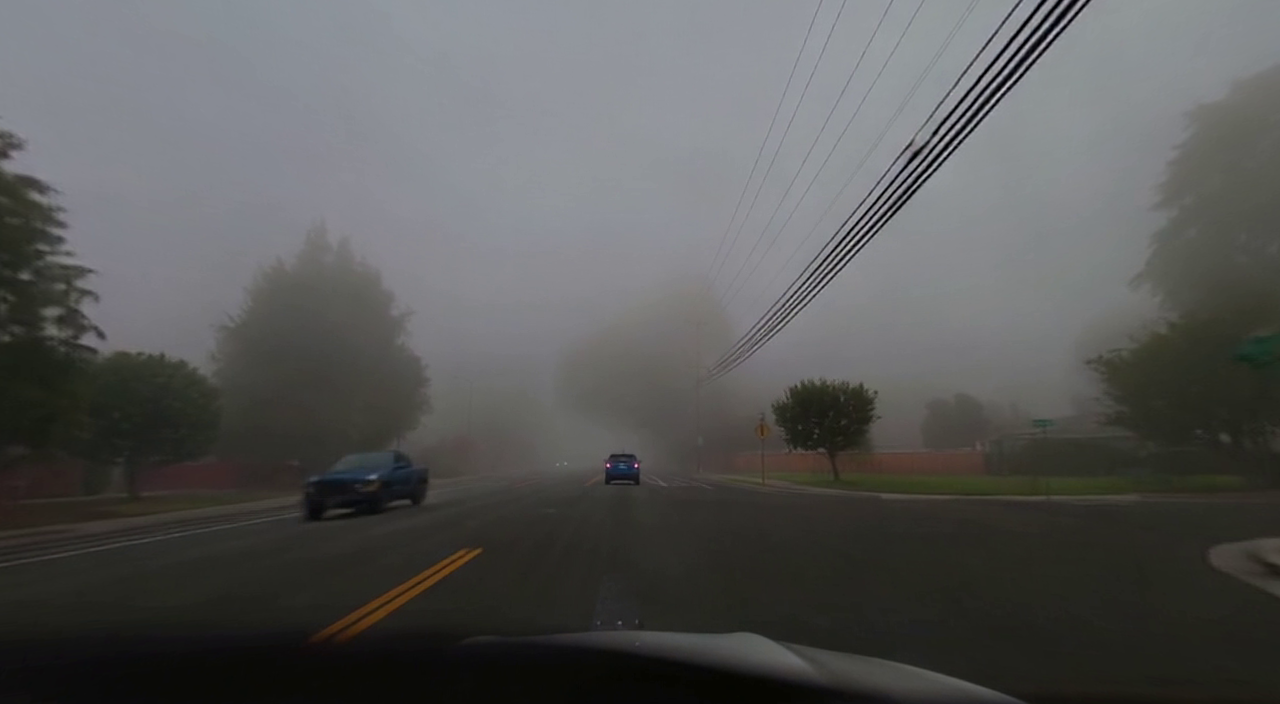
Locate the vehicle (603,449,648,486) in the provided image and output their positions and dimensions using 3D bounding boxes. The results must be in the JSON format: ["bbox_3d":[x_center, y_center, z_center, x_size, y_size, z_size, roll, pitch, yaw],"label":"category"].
[{"bbox_3d":[-0.779,5.802,31.946,2.139,1.699,3.916,0,-8,-3],"label":"vehicle"}]

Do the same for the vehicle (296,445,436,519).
[{"bbox_3d":[-7.293,3.446,17.373,2.046,1.730,4.310,0,-8,-3],"label":"vehicle"}]
